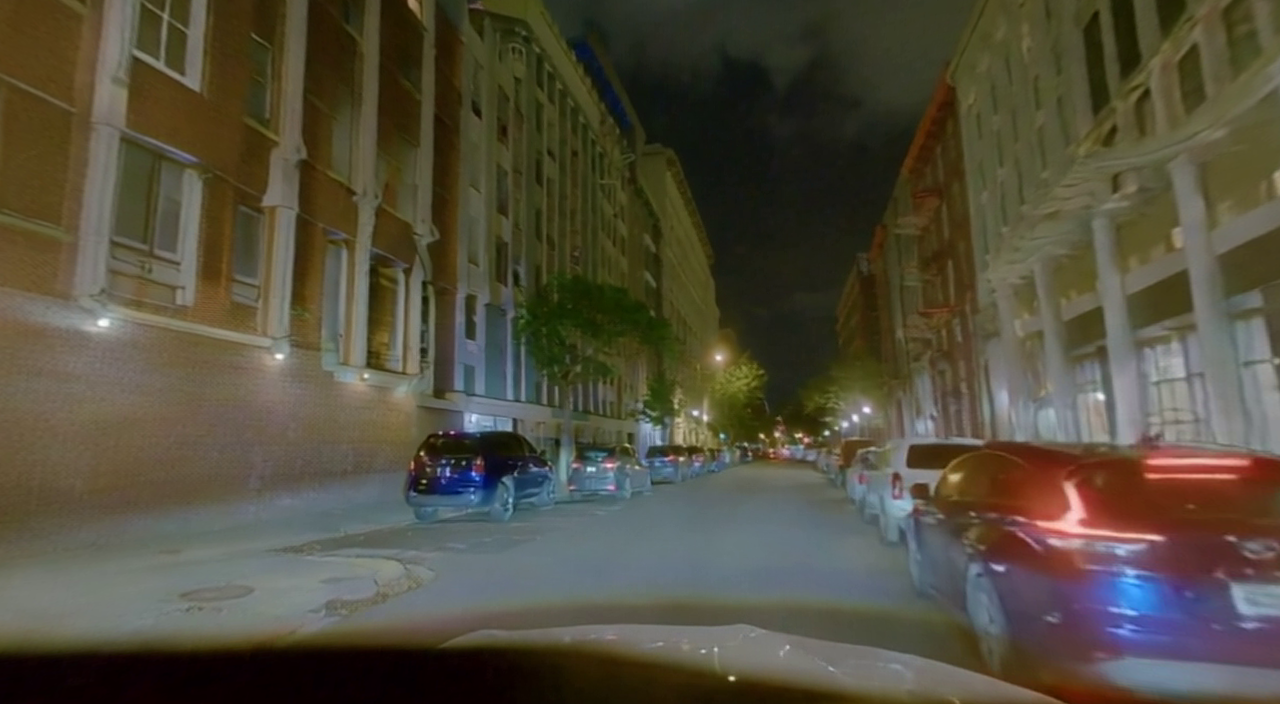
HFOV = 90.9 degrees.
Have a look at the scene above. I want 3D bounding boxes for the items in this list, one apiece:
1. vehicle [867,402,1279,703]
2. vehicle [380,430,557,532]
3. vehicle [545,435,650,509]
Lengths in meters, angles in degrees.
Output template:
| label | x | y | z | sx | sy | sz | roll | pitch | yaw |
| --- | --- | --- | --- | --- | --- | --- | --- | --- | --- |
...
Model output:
| label | x | y | z | sx | sy | sz | roll | pitch | yaw |
| --- | --- | --- | --- | --- | --- | --- | --- | --- | --- |
| vehicle | 2.874 | 1.211 | 4.277 | 1.925 | 1.481 | 4.653 | -2 | -8 | 13 |
| vehicle | -2.940 | 2.213 | 11.461 | 1.875 | 1.564 | 2.982 | -2 | -7 | 13 |
| vehicle | -1.048 | 3.243 | 17.673 | 1.867 | 1.519 | 3.920 | 0 | -4 | 13 |
